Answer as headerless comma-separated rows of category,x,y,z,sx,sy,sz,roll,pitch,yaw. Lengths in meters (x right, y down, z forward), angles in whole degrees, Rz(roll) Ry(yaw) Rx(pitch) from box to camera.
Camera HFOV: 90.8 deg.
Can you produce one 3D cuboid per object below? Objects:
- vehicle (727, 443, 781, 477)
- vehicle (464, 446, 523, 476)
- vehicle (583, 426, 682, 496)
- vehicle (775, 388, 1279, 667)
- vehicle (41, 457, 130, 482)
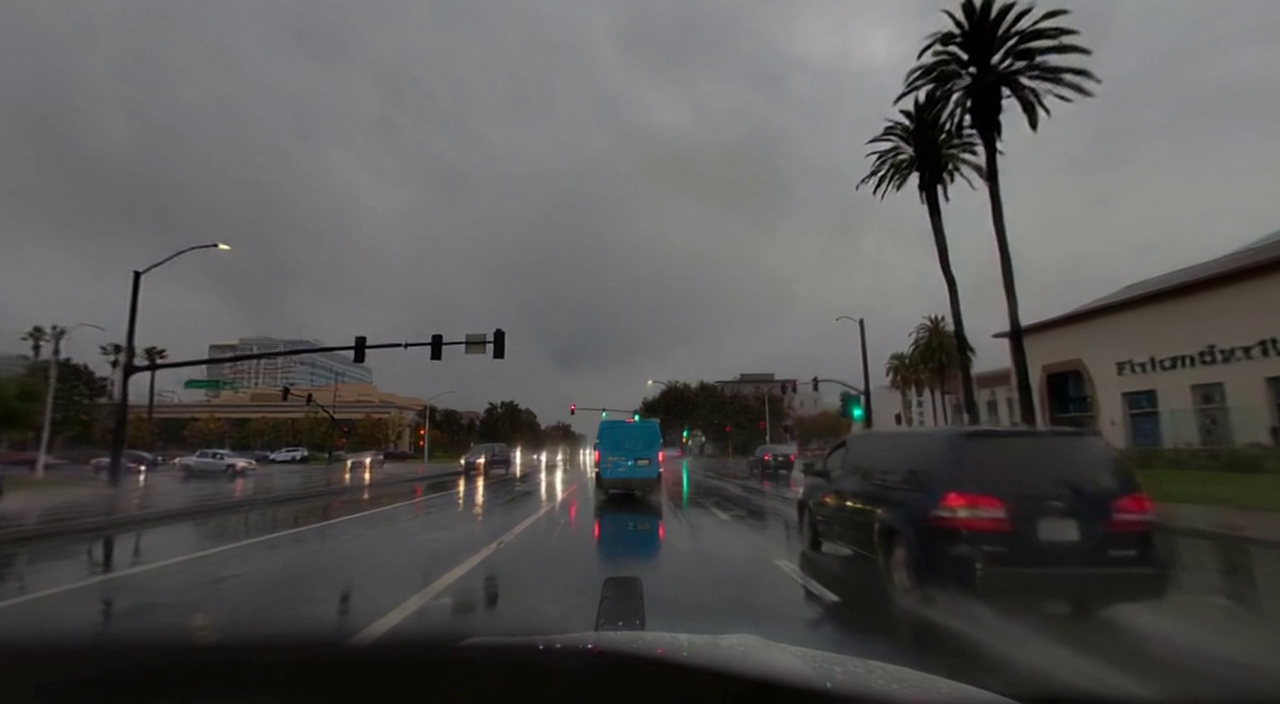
vehicle,6.067,5.796,34.197,1.931,1.692,4.267,0,-9,-3
vehicle,-8.637,6.330,36.976,2.109,1.653,4.681,4,-10,-28
vehicle,-0.326,3.589,21.245,2.848,1.991,5.706,0,-9,-2
vehicle,3.225,1.463,6.495,2.462,1.736,4.899,0,-9,-2
vehicle,-41.142,8.701,46.941,4.485,1.732,2.120,0,-9,-1
